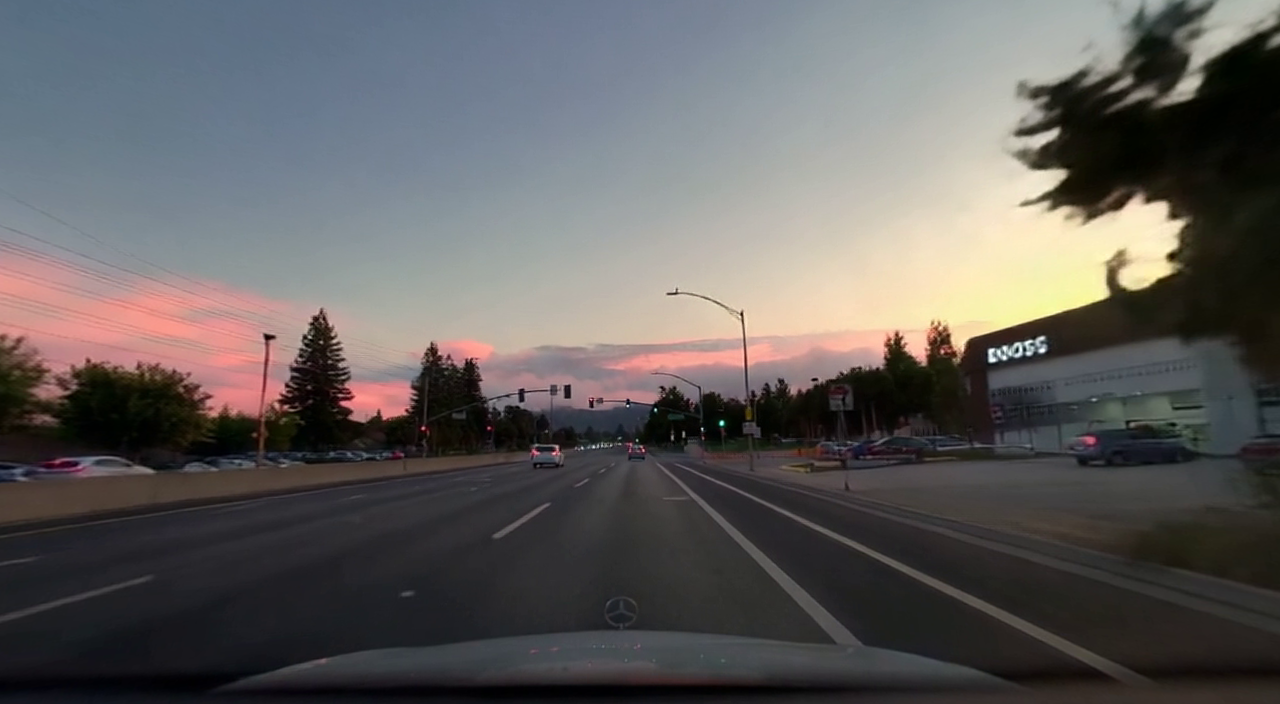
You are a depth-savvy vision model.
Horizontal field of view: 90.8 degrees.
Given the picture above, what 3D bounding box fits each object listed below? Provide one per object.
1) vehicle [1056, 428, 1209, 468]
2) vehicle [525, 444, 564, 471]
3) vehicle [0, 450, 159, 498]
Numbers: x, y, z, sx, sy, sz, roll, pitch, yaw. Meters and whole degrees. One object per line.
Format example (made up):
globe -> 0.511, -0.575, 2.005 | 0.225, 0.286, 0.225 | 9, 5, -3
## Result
vehicle -> 19.156, 3.733, 24.717 | 4.481, 1.482, 1.814 | 0, -9, -2
vehicle -> -5.367, 5.982, 36.008 | 1.928, 1.451, 4.219 | 1, -9, -5
vehicle -> -25.118, 5.338, 27.862 | 5.763, 1.982, 2.425 | 0, -8, 1
